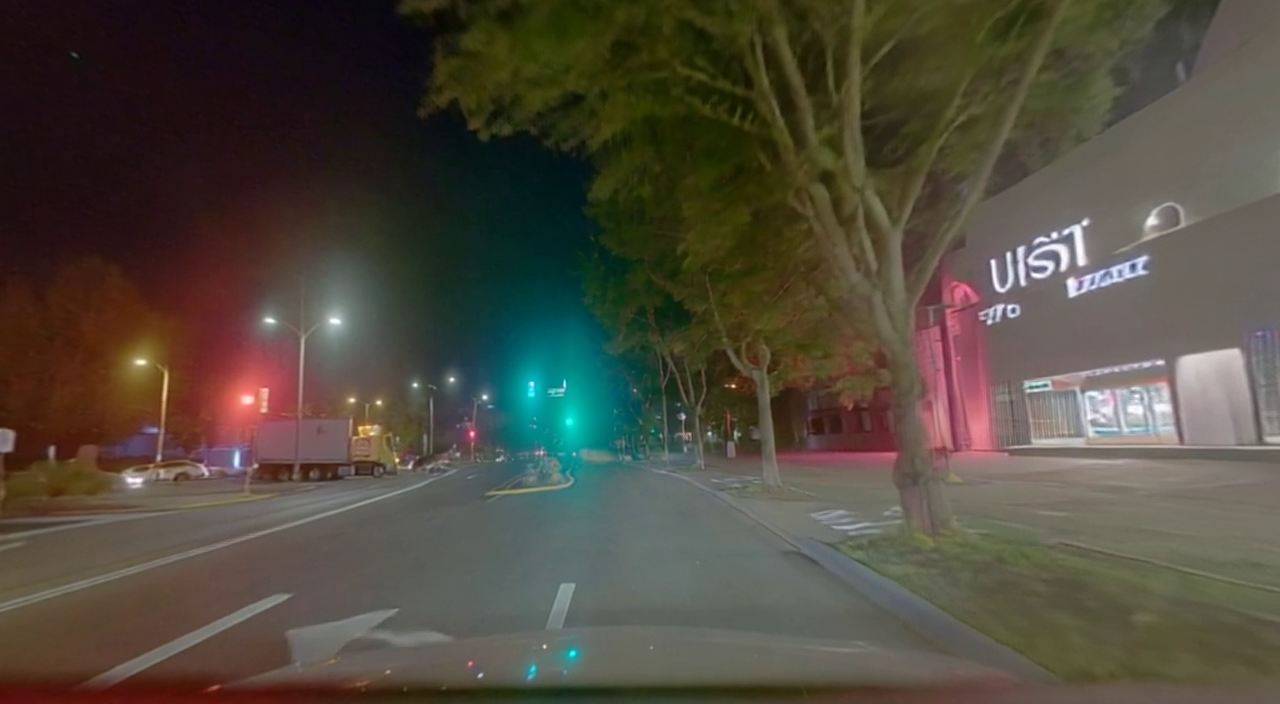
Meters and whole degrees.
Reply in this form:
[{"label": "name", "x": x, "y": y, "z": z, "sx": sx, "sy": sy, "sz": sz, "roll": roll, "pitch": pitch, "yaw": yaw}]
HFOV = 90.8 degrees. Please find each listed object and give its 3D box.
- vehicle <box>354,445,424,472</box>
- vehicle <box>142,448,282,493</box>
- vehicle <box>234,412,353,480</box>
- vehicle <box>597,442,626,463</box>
[{"label": "vehicle", "x": -17.180, "y": 7.269, "z": 43.495, "sx": 1.988, "sy": 1.762, "sz": 4.653, "roll": -2, "pitch": -9, "yaw": 16}, {"label": "vehicle", "x": -18.336, "y": 5.041, "z": 27.379, "sx": 2.101, "sy": 1.721, "sz": 4.587, "roll": -3, "pitch": -9, "yaw": 17}, {"label": "vehicle", "x": -21.970, "y": 5.996, "z": 40.489, "sx": 3.045, "sy": 3.961, "sz": 6.104, "roll": -2, "pitch": -9, "yaw": 15}, {"label": "vehicle", "x": -2.071, "y": 7.409, "z": 46.612, "sx": 2.006, "sy": 1.470, "sz": 3.799, "roll": 0, "pitch": -8, "yaw": -1}]
